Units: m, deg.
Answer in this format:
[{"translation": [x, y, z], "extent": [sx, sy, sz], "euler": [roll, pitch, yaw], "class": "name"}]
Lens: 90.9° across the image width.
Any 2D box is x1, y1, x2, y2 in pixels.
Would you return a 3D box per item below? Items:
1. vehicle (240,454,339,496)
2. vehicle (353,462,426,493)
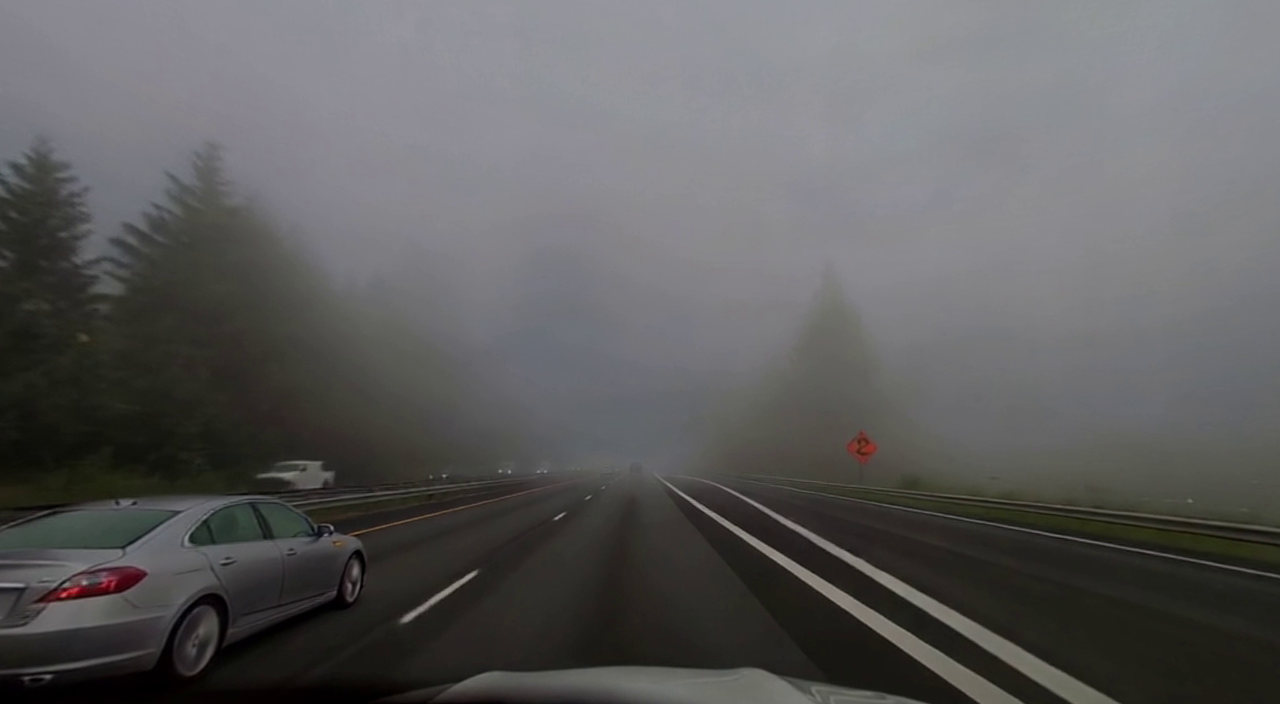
[{"translation": [-17.086, 6.025, 31.043], "extent": [2.110, 1.857, 4.727], "euler": [1, -10, 0], "class": "vehicle"}, {"translation": [-12.705, 6.389, 32.259], "extent": [1.897, 1.455, 4.330], "euler": [1, -10, 0], "class": "vehicle"}]
